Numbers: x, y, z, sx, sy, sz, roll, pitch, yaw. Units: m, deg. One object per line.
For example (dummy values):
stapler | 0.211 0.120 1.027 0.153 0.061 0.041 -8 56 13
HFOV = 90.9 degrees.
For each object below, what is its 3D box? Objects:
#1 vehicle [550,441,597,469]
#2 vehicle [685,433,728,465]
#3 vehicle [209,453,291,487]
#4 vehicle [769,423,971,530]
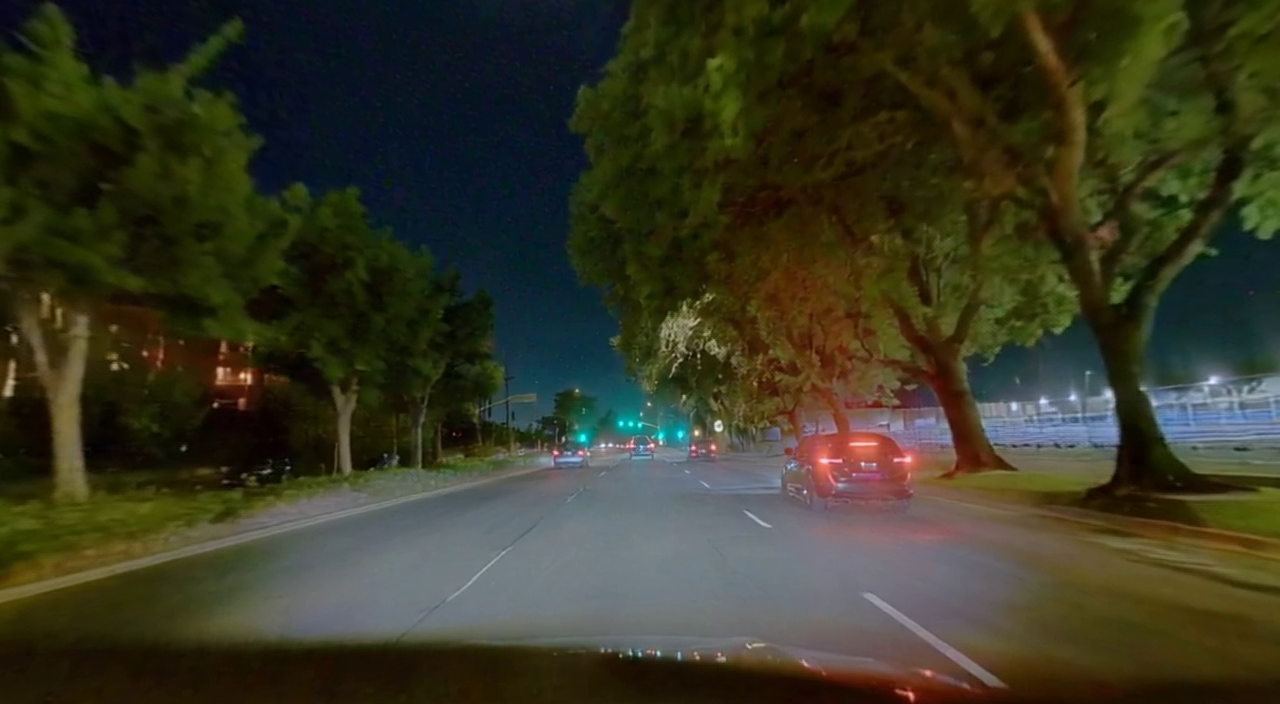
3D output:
vehicle | -3.460 5.447 33.503 2.013 1.354 3.908 0 -8 1
vehicle | 3.815 5.683 37.028 1.980 1.709 4.367 0 -8 -1
vehicle | -22.578 6.797 36.718 1.959 1.733 4.681 0 -8 -3
vehicle | 3.700 2.078 11.091 1.919 1.502 4.232 0 -8 -1
